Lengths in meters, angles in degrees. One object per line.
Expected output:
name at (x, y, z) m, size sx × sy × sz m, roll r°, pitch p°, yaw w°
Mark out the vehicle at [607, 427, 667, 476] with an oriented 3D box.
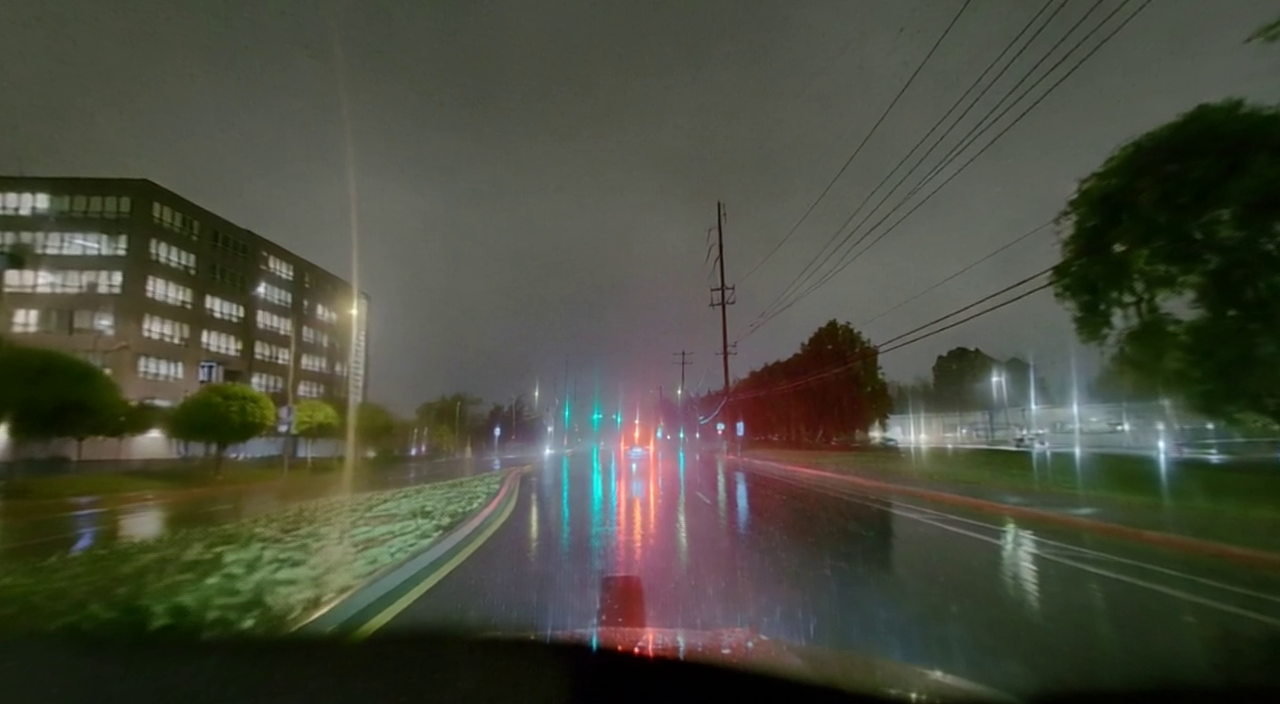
vehicle at (-0.112, 3.928, 25.109) m, size 2.189 × 1.776 × 4.342 m, roll 0°, pitch -9°, yaw 0°
